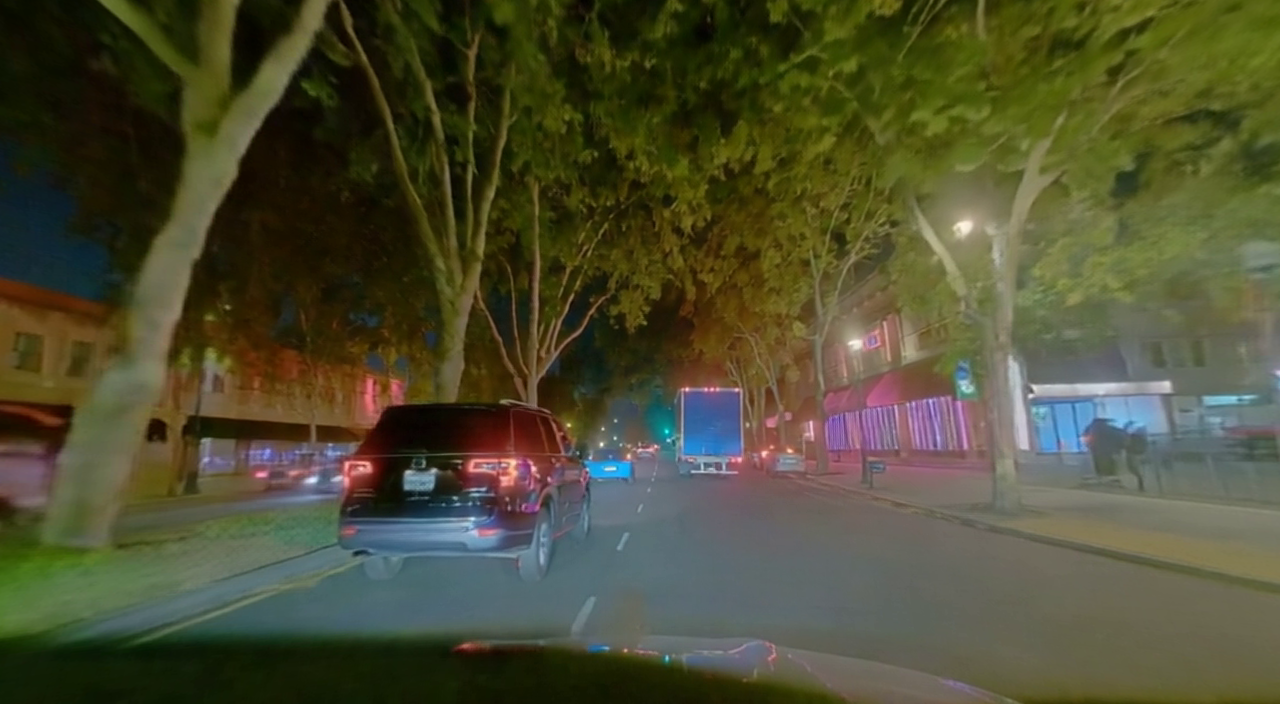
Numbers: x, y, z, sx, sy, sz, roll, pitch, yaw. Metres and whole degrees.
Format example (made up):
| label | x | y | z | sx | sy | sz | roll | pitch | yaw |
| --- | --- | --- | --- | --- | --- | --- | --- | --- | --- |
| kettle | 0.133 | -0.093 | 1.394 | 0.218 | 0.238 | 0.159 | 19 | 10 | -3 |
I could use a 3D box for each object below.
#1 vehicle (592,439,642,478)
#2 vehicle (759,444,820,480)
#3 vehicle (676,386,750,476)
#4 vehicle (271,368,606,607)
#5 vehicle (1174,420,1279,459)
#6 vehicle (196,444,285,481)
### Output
| label | x | y | z | sx | sy | sz | roll | pitch | yaw |
| --- | --- | --- | --- | --- | --- | --- | --- | --- | --- |
| vehicle | -1.038 | 5.088 | 30.512 | 2.040 | 1.711 | 4.475 | -1 | -9 | 3 |
| vehicle | 6.717 | 4.980 | 28.884 | 1.929 | 1.522 | 4.158 | 0 | -9 | 2 |
| vehicle | 3.780 | 4.659 | 36.109 | 3.007 | 4.206 | 12.913 | 0 | -8 | 2 |
| vehicle | -1.884 | 1.521 | 7.950 | 2.293 | 2.036 | 4.853 | -1 | -9 | 4 |
| vehicle | 25.148 | 3.685 | 26.276 | 1.868 | 1.461 | 4.714 | 0 | -9 | 3 |
| vehicle | -27.859 | 7.686 | 44.370 | 2.153 | 2.378 | 5.796 | 0 | -8 | 3 |
